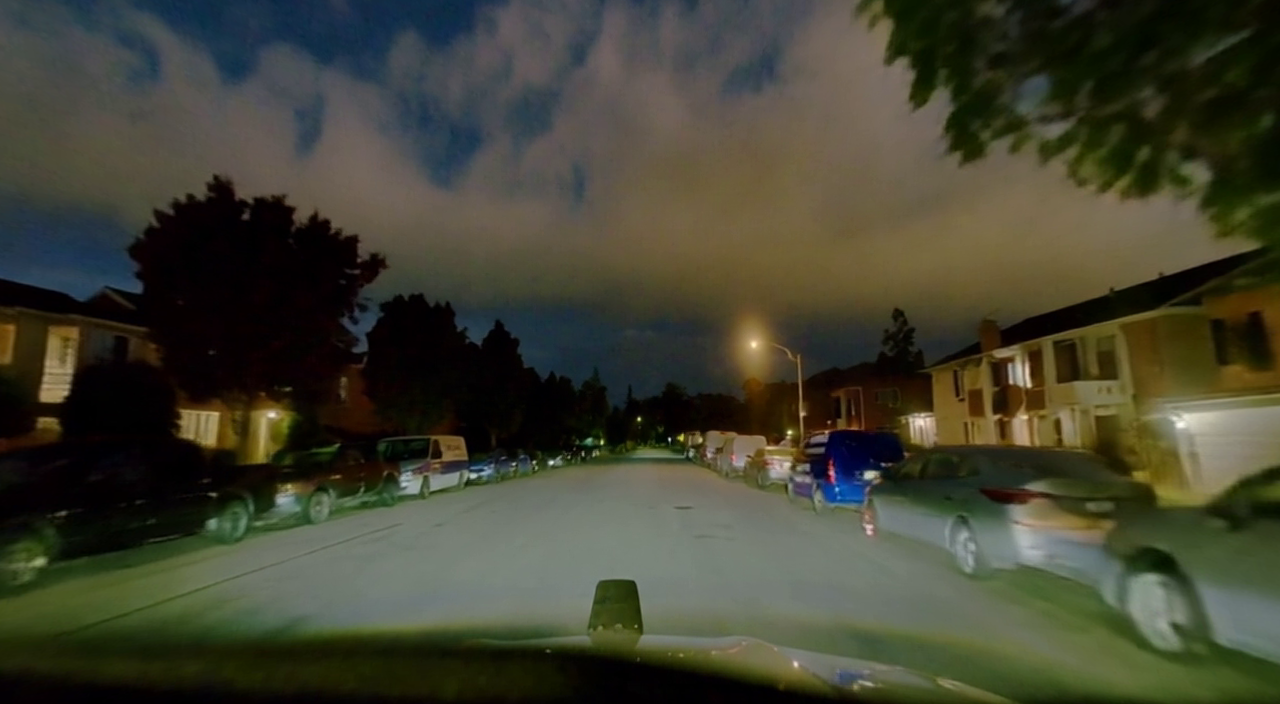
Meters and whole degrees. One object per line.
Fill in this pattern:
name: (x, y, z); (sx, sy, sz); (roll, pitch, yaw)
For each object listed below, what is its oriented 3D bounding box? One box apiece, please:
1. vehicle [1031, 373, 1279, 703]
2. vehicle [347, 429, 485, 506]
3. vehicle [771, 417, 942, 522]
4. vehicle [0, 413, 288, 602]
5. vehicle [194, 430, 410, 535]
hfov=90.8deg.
vehicle: (4.021, 0.853, 2.305); (1.903, 1.714, 5.092); (0, -9, 0)
vehicle: (-6.758, 3.517, 19.953); (2.085, 1.997, 5.755); (-2, -8, 2)
vehicle: (4.351, 2.463, 13.776); (1.985, 1.819, 5.163); (0, -9, 1)
vehicle: (-7.082, 1.804, 7.648); (1.965, 1.797, 6.086); (-3, -10, 2)
vehicle: (-7.076, 2.766, 14.084); (1.891, 1.780, 5.240); (-3, -9, 1)
